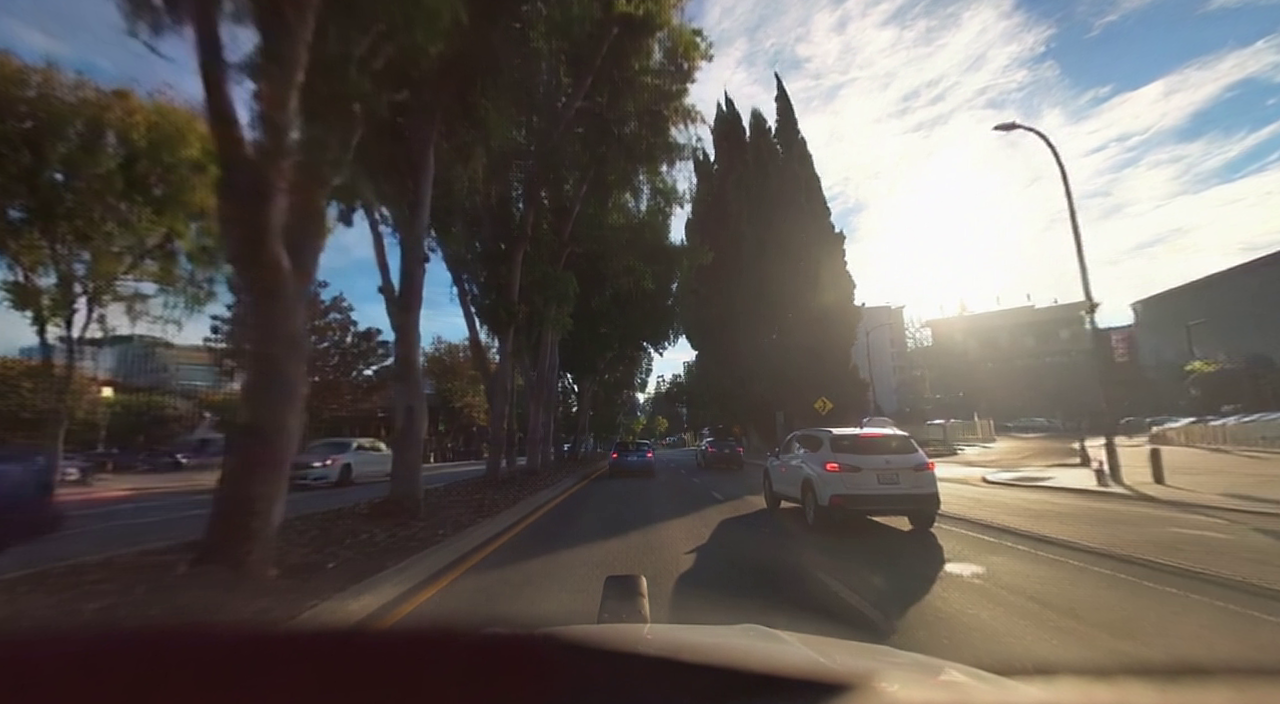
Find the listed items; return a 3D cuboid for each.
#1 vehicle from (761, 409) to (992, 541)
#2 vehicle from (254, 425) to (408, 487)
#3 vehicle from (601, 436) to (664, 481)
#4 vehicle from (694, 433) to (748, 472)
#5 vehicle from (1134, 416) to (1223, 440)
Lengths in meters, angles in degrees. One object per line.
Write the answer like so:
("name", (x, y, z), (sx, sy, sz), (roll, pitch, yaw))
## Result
("vehicle", (3.524, 1.940, 10.461), (2.130, 1.718, 4.310), (0, -9, 0))
("vehicle", (-11.568, 3.994, 24.370), (2.494, 2.052, 6.719), (0, -9, 1))
("vehicle", (-0.231, 3.904, 23.198), (2.111, 1.506, 4.018), (0, -9, 0))
("vehicle", (3.845, 4.883, 30.564), (1.982, 1.709, 4.427), (0, -9, -1))
("vehicle", (34.752, 4.968, 40.663), (1.797, 1.452, 4.453), (0, -9, 0))
